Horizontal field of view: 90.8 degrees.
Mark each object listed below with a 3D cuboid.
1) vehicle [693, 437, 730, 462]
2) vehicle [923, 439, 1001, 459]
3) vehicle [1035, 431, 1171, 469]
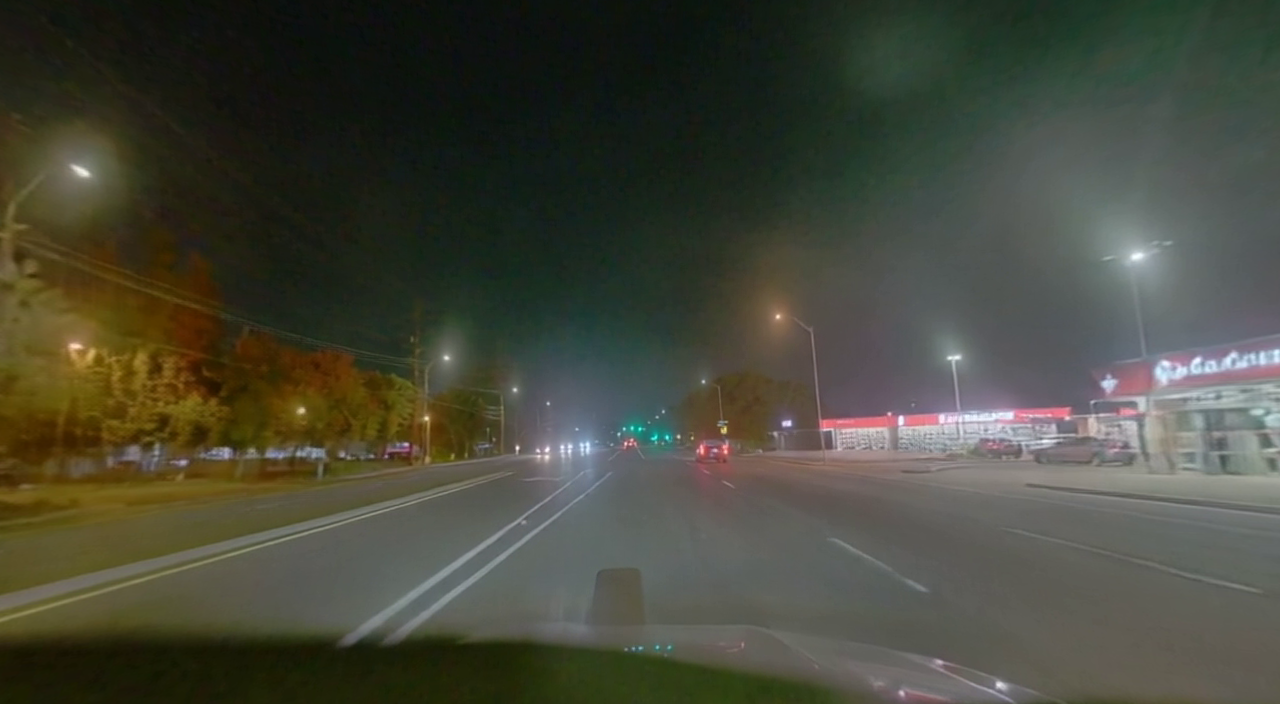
[{"bbox_3d":[4.903,6.727,43.629,1.957,1.643,4.226,0,-9,-1],"label":"vehicle"},{"bbox_3d":[23.524,7.114,46.346,1.886,1.438,4.742,6,-10,-33],"label":"vehicle"},{"bbox_3d":[22.794,4.850,31.322,2.086,1.730,4.913,6,-11,-35],"label":"vehicle"}]
